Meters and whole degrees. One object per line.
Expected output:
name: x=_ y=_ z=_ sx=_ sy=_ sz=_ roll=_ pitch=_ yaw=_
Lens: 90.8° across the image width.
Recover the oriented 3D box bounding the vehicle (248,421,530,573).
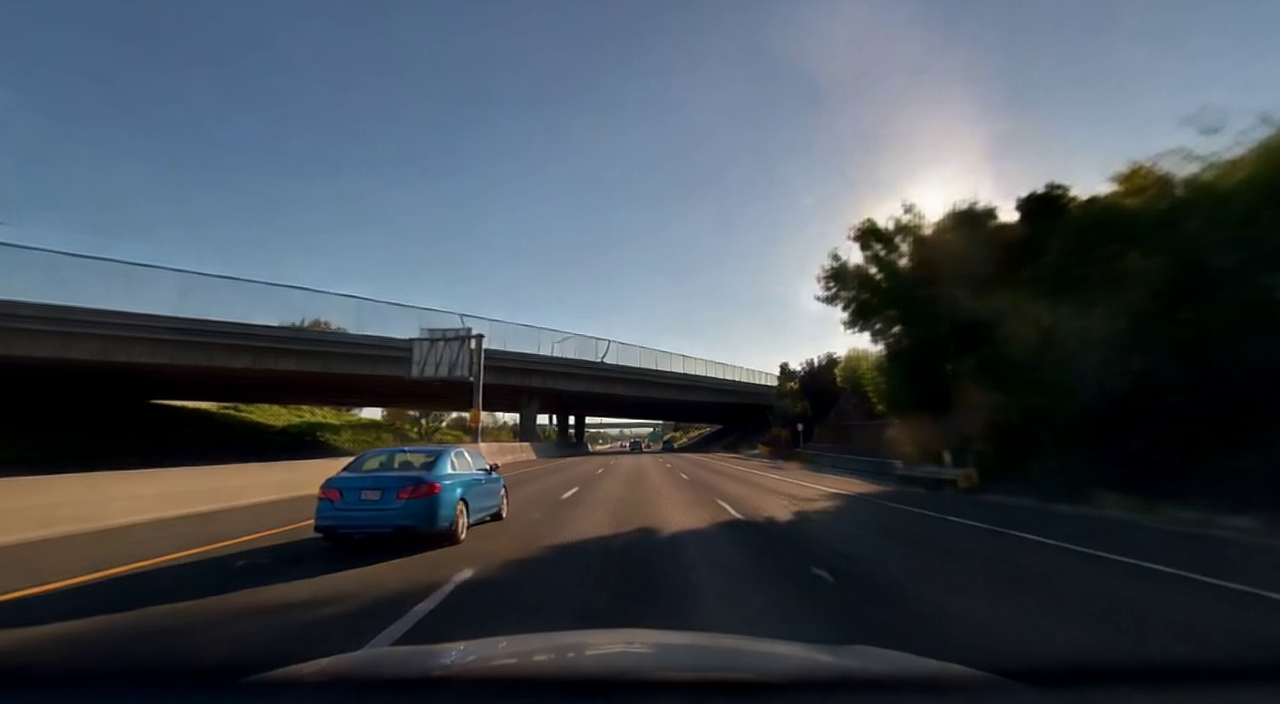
vehicle: x=-3.017 y=1.844 z=8.904 sx=2.029 sy=1.557 sz=4.570 roll=0 pitch=-8 yaw=1
